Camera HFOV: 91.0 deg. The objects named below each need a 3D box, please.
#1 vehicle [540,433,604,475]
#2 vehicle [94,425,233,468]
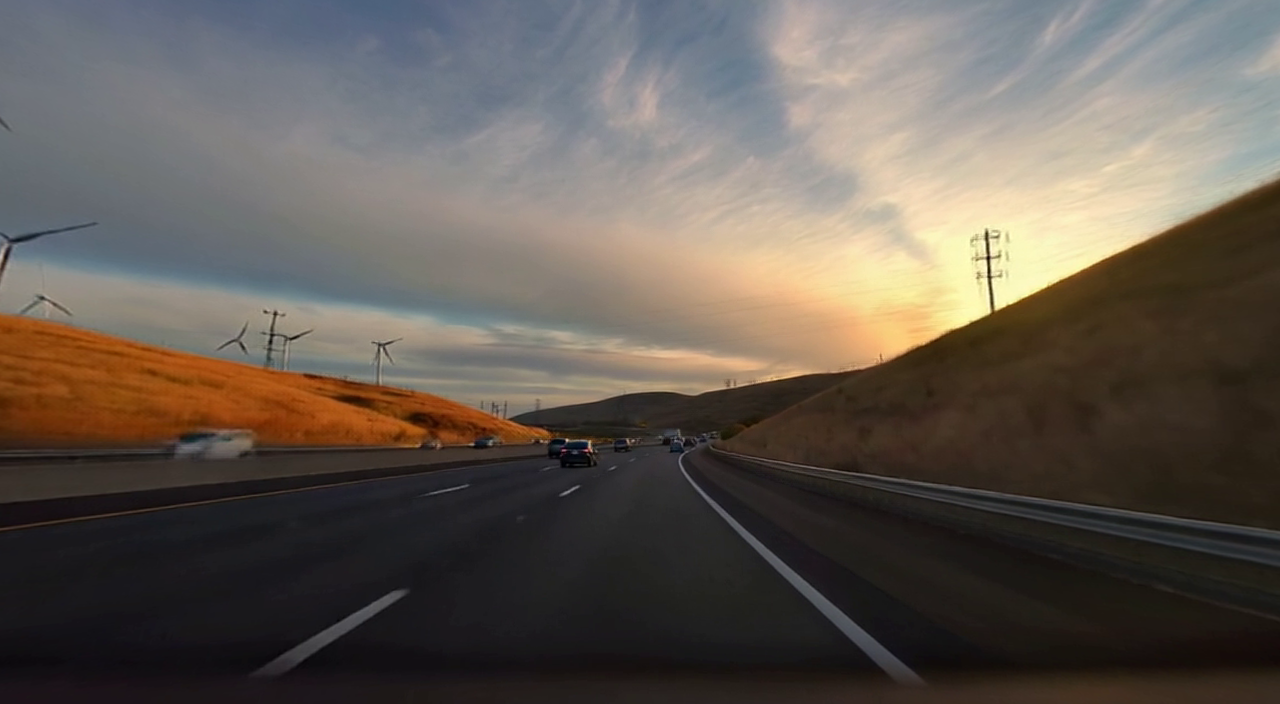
[{"bbox_3d":[-2.877,4.464,27.799,2.118,1.702,4.355,0,-9,3],"label":"vehicle"},{"bbox_3d":[-21.015,4.227,28.154,2.076,1.708,5.159,0,-9,1],"label":"vehicle"}]
